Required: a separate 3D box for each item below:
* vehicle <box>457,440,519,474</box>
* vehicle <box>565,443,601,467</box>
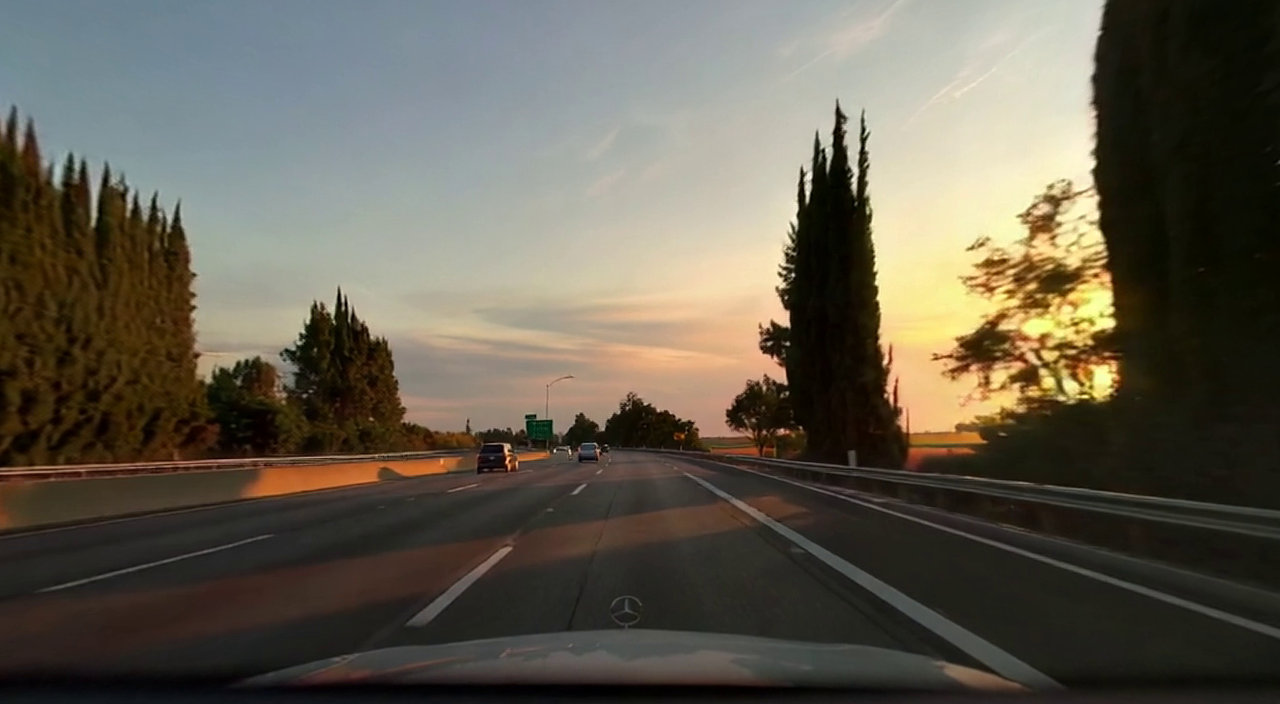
[{"bbox_3d":[-7.687,5.347,32.205,2.080,1.632,4.332,0,-9,0],"label":"vehicle"},{"bbox_3d":[-3.744,6.841,41.838,2.075,1.516,4.212,0,-8,-1],"label":"vehicle"}]
